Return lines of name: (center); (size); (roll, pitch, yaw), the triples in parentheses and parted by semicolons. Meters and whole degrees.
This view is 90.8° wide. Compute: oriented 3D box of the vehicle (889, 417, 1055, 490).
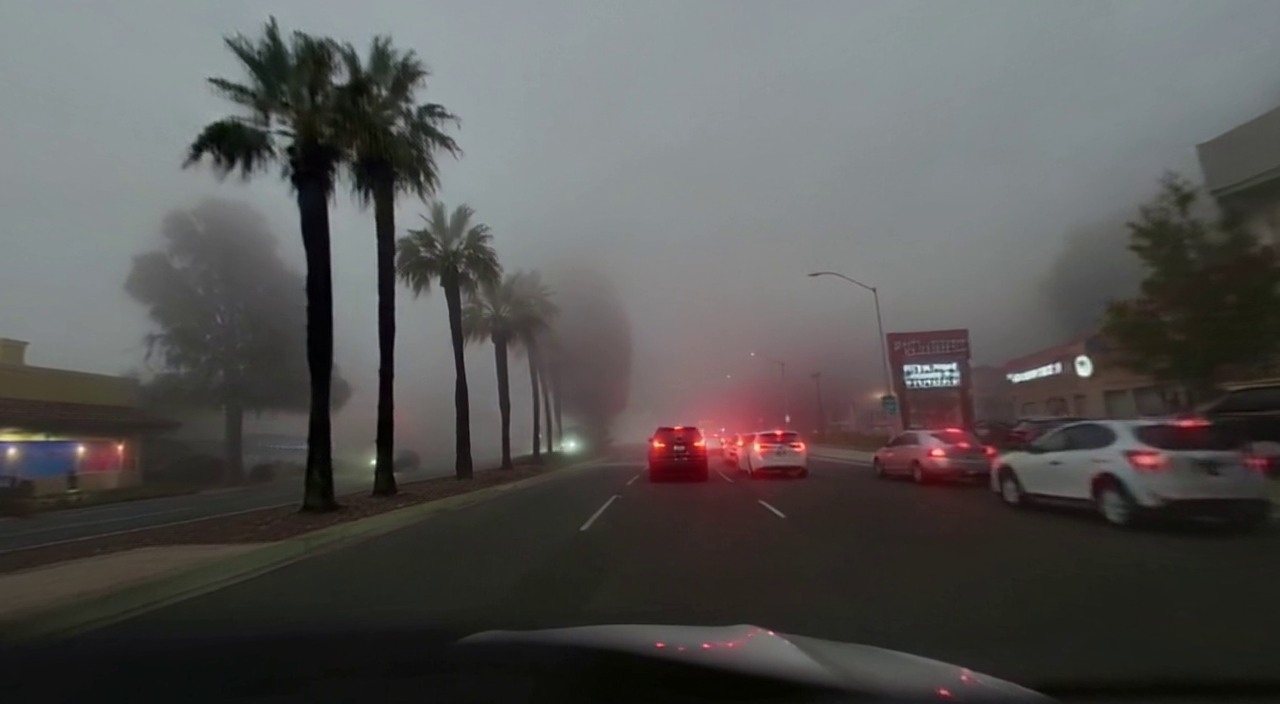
vehicle: (8.492, 2.669, 16.745); (1.881, 1.658, 4.595); (0, -9, 0)

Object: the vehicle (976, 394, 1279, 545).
vehicle: (7.347, 1.681, 9.572); (2.001, 1.692, 4.800); (0, -9, 2)

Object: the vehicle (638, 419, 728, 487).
vehicle: (1.247, 3.106, 19.642); (2.428, 1.816, 4.959); (0, -9, 2)

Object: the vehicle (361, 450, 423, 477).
vehicle: (-15.564, 6.997, 39.887); (1.857, 1.446, 4.615); (-3, -9, 3)

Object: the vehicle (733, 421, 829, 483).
vehicle: (4.413, 3.241, 20.550); (2.187, 1.777, 4.444); (0, -9, 1)
